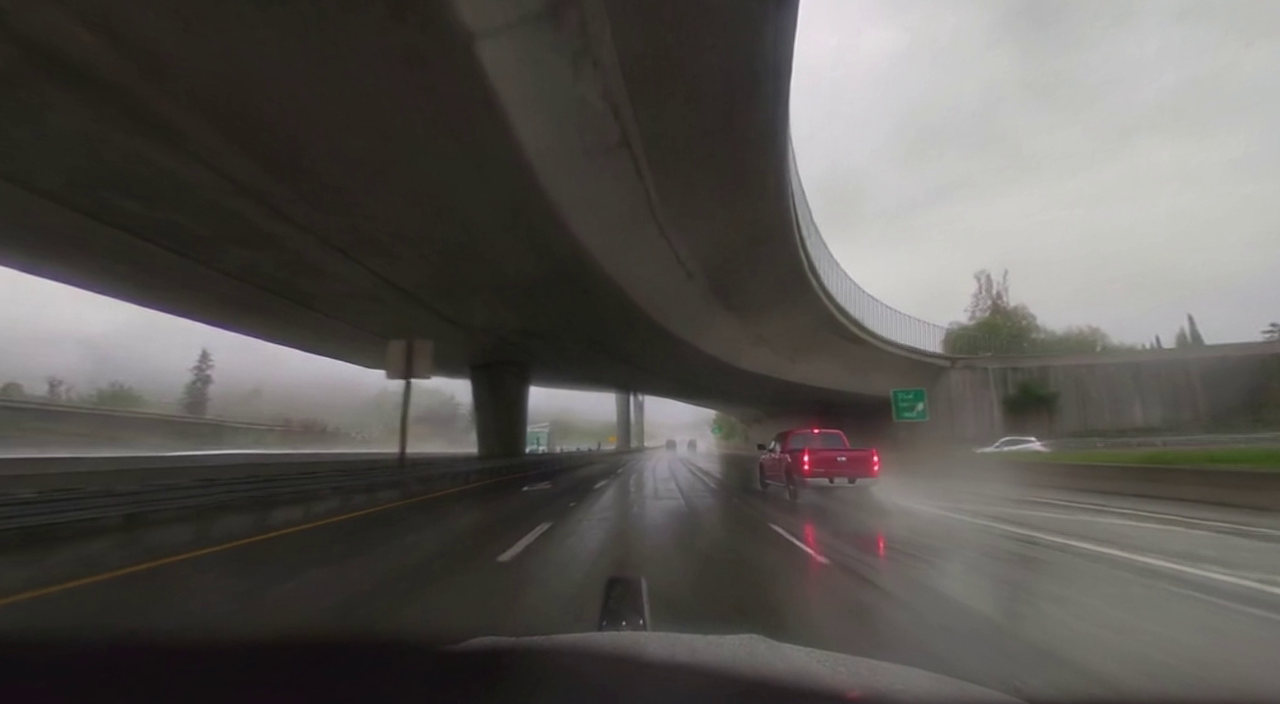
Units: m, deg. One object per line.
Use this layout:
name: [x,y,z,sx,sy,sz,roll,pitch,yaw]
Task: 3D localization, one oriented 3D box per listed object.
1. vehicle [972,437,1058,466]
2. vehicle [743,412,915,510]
vehicle: [22.000,5.842,37.237,1.911,1.577,4.477,1,-9,-8]
vehicle: [4.380,2.675,15.932,2.505,2.020,5.532,0,-8,-1]
